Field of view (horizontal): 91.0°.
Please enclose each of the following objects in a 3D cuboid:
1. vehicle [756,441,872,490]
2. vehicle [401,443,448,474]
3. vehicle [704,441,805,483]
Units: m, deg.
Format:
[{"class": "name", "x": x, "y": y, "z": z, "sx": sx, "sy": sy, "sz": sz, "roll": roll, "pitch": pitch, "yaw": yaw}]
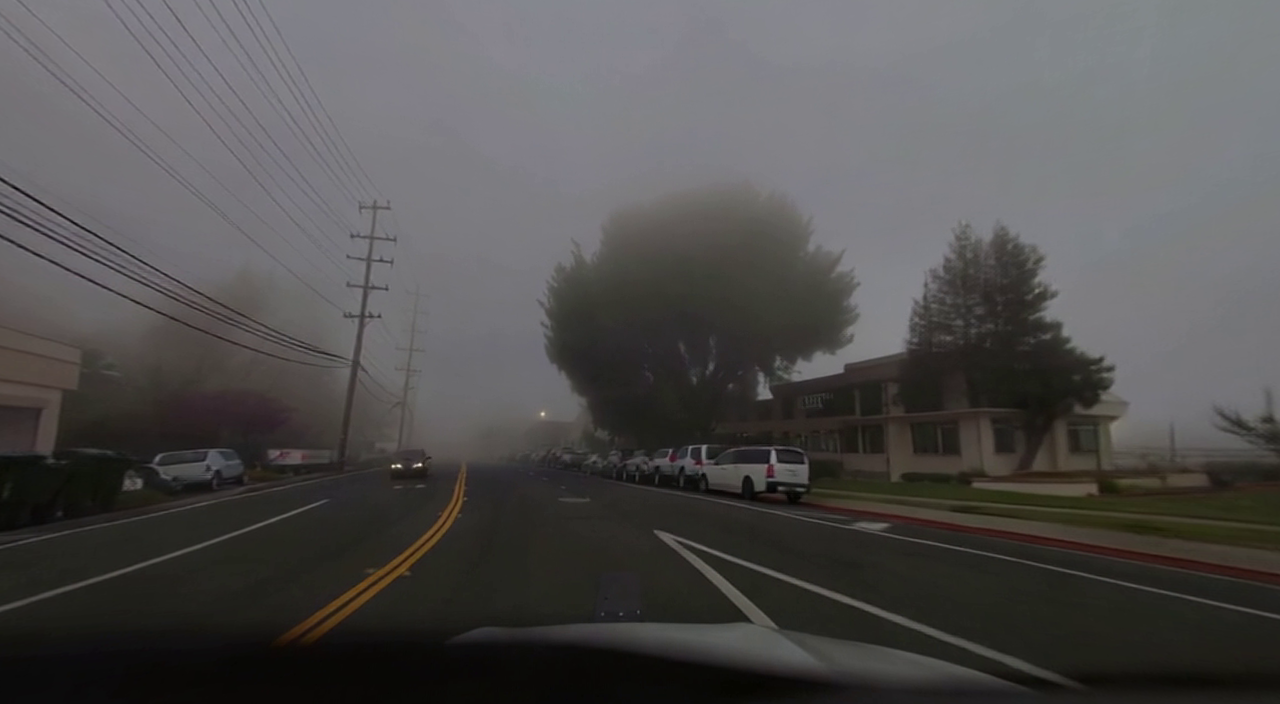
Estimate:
[{"class": "vehicle", "x": 6.255, "y": 3.910, "z": 22.255, "sx": 2.074, "sy": 1.526, "sz": 4.853, "roll": -7, "pitch": -11, "yaw": 40}, {"class": "vehicle", "x": -11.462, "y": 5.653, "z": 33.769, "sx": 2.122, "sy": 1.517, "sz": 4.465, "roll": 2, "pitch": -9, "yaw": -16}, {"class": "vehicle", "x": 4.784, "y": 4.448, "z": 25.891, "sx": 2.057, "sy": 1.564, "sz": 4.502, "roll": -7, "pitch": -11, "yaw": 40}]
